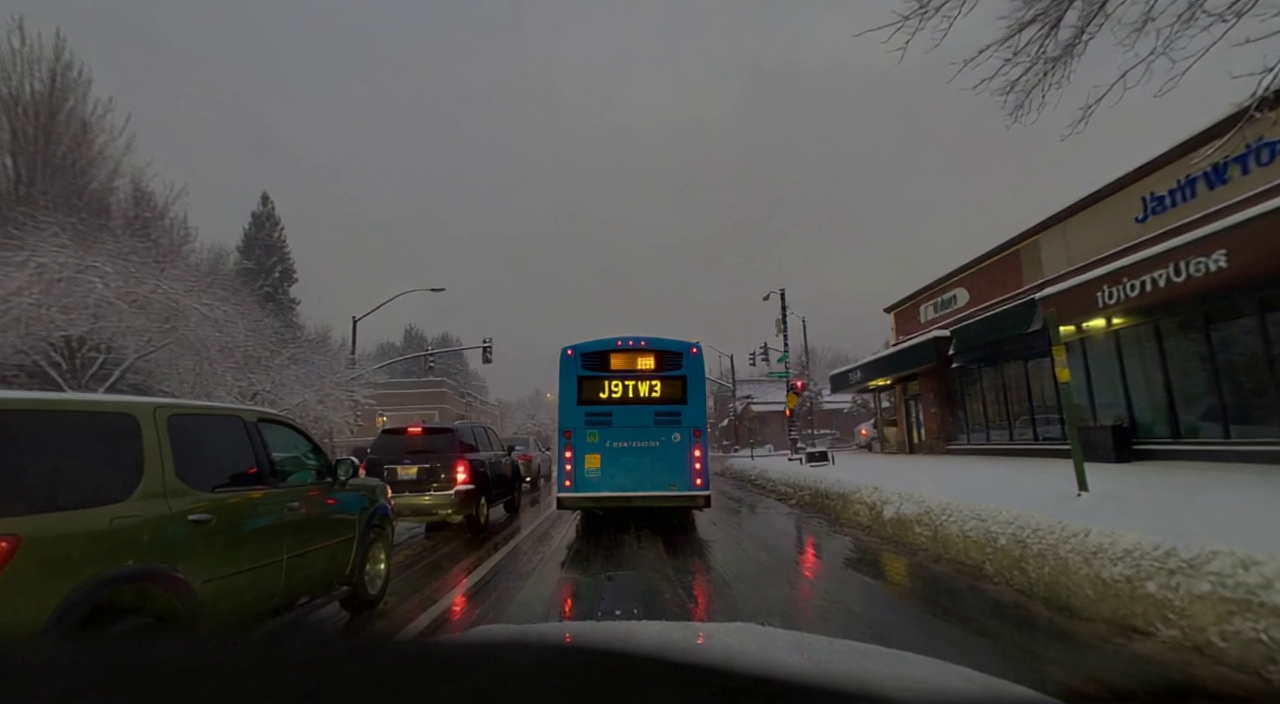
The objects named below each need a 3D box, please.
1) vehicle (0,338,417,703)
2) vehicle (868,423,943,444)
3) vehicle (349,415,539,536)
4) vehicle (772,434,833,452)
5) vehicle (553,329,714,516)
[{"bbox_3d":[-3.213,1.092,3.970,2.020,1.725,4.384,0,-8,0],"label":"vehicle"},{"bbox_3d":[19.812,6.116,47.201,4.827,1.555,1.863,1,-9,-6],"label":"vehicle"},{"bbox_3d":[-3.354,2.224,11.998,2.096,1.828,4.669,0,-8,0],"label":"vehicle"},{"bbox_3d":[11.949,6.737,46.650,3.949,1.337,1.738,0,-9,-3],"label":"vehicle"},{"bbox_3d":[-0.294,2.016,16.718,2.938,3.468,9.972,0,-9,-2],"label":"vehicle"}]
